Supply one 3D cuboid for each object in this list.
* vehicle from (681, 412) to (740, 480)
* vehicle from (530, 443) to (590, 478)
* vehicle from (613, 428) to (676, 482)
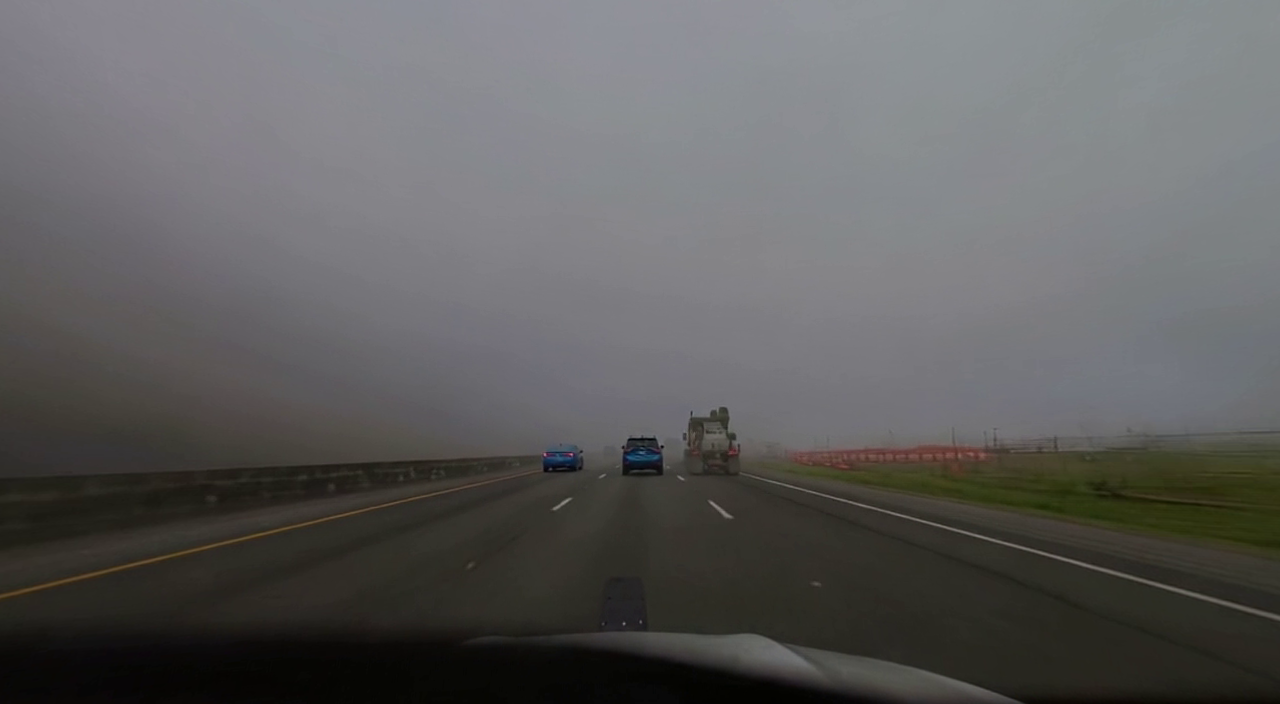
[{"bbox_3d":[4.311,6.043,40.802,2.793,3.828,9.580,0,-8,1],"label":"vehicle"},{"bbox_3d":[-3.593,4.959,29.083,2.096,1.469,4.319,0,-8,2],"label":"vehicle"},{"bbox_3d":[0.179,4.167,25.722,2.308,1.993,4.631,0,-8,0],"label":"vehicle"}]
